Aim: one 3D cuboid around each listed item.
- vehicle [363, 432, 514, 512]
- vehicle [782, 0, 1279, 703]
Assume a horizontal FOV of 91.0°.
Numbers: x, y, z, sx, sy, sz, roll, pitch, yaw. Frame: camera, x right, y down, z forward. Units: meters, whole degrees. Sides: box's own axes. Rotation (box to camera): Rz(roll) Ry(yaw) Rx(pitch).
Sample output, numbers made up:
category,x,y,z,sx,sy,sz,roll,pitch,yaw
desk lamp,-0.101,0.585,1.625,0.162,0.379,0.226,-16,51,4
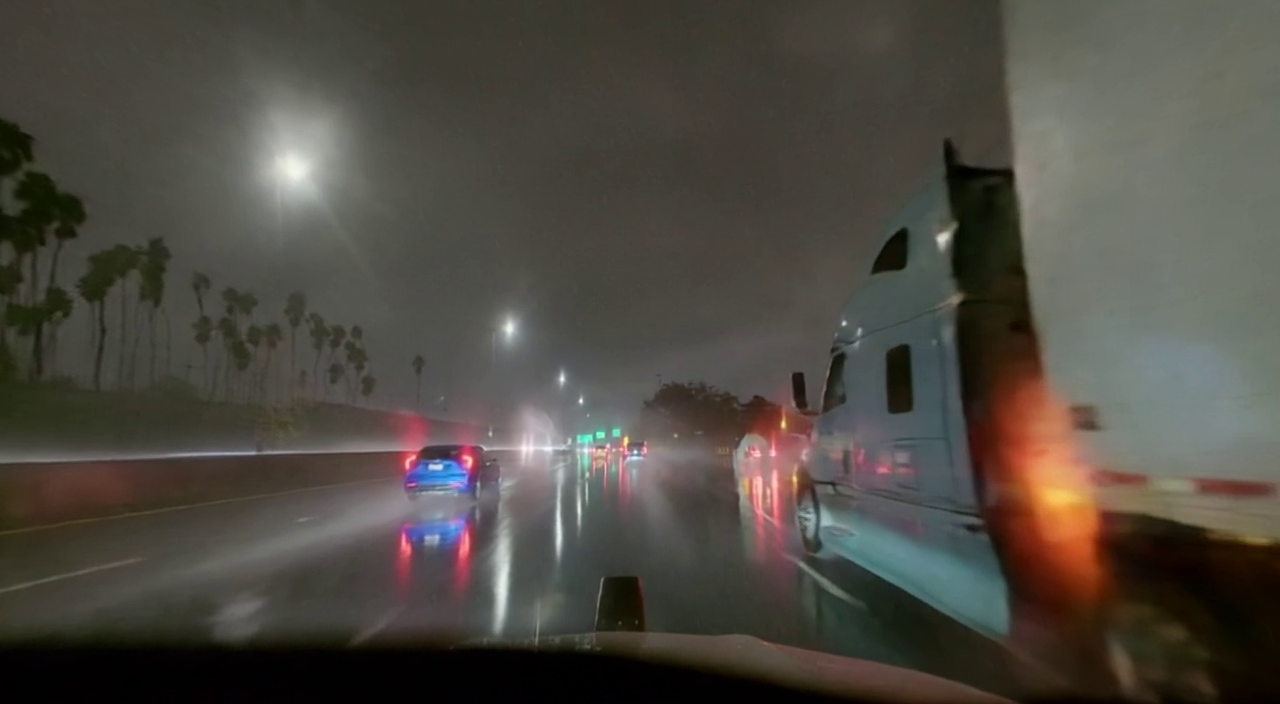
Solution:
category,x,y,z,sx,sy,sz,roll,pitch,yaw
vehicle,-4.371,2.661,14.444,2.120,1.537,4.139,0,-8,-1
vehicle,3.531,0.437,5.497,3.073,3.886,5.856,0,-8,-1
